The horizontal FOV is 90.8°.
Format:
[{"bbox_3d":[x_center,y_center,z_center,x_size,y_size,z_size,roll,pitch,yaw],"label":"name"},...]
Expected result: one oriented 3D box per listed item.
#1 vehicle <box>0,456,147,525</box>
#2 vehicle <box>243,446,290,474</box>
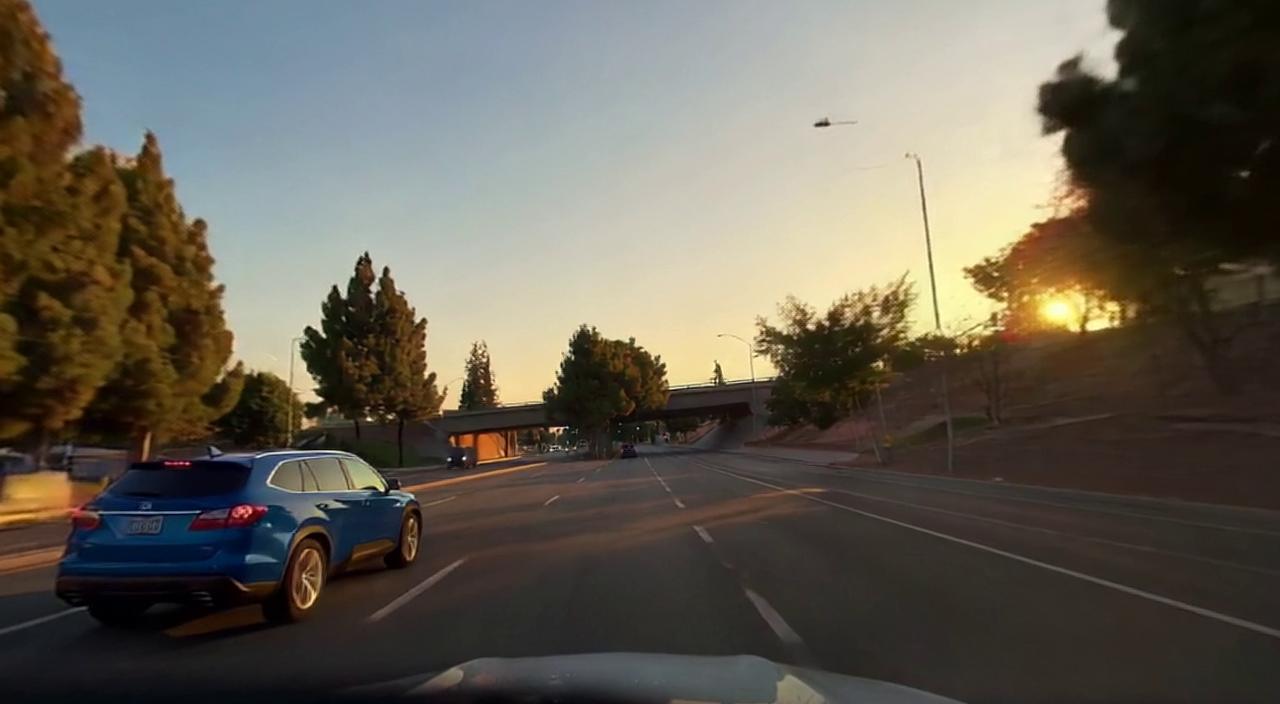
[{"bbox_3d":[-16.699,3.768,17.756,1.861,1.618,4.731,0,-9,-1],"label":"vehicle"},{"bbox_3d":[-28.978,8.342,49.199,2.199,1.959,5.771,3,-9,-22],"label":"vehicle"}]
